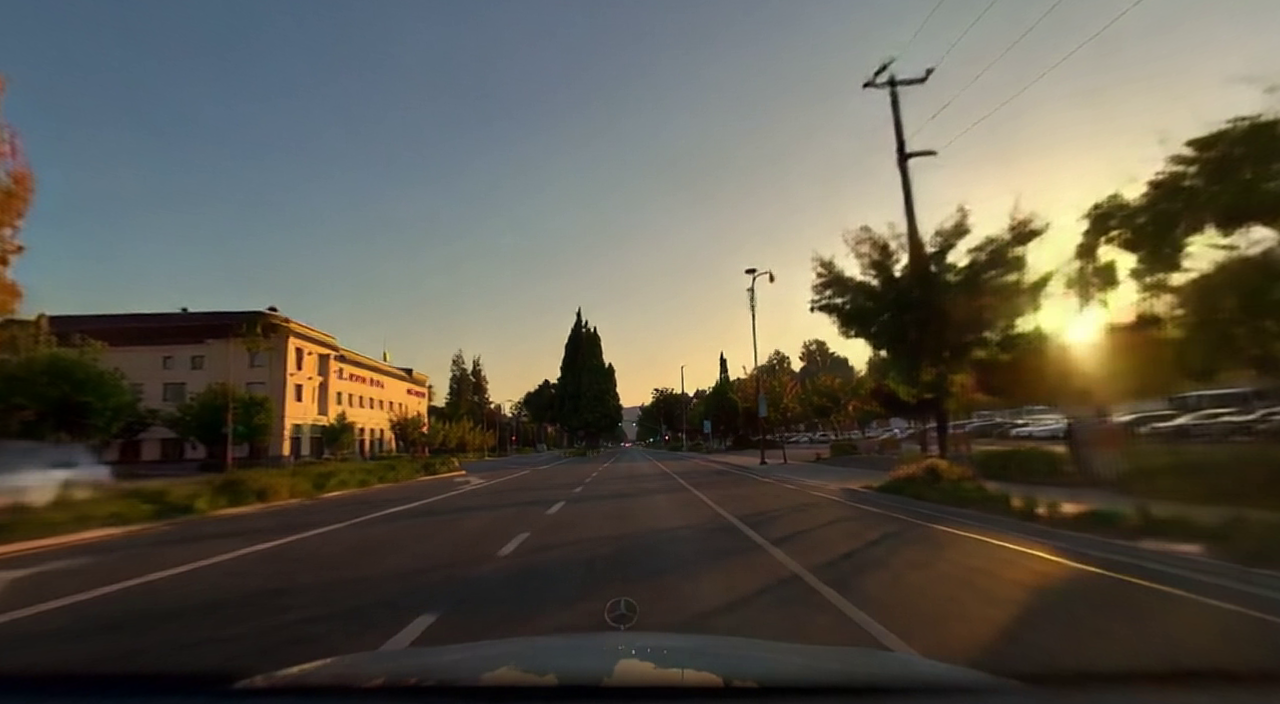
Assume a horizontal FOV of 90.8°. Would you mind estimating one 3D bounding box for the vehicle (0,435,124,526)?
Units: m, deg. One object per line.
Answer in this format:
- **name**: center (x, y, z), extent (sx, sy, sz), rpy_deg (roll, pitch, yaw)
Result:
- **vehicle**: center (-13.638, 2.592, 12.783), extent (2.133, 1.770, 5.049), rpy_deg (0, -8, -1)
